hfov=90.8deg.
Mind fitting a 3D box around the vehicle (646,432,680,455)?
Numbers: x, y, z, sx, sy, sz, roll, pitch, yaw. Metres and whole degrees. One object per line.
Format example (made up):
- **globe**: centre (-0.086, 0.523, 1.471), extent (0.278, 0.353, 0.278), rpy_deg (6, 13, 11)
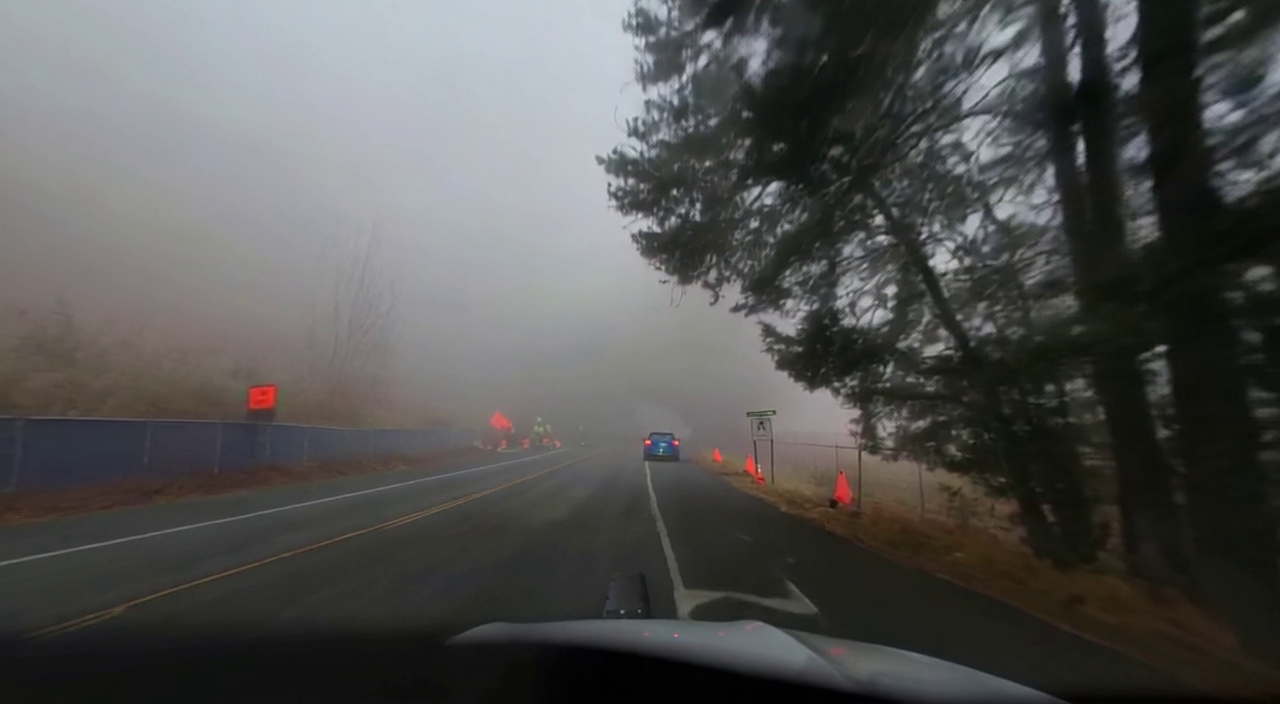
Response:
- **vehicle**: centre (1.577, 6.246, 43.141), extent (2.172, 1.486, 3.581), rpy_deg (-1, -8, 2)
